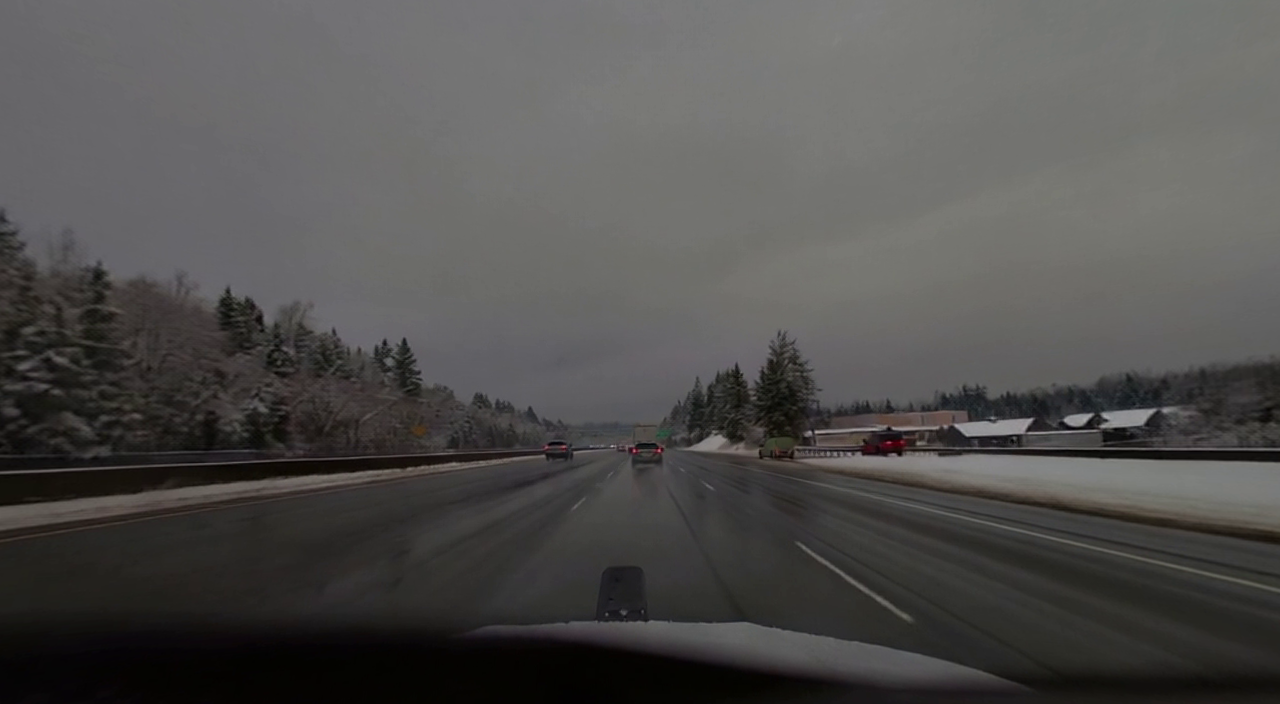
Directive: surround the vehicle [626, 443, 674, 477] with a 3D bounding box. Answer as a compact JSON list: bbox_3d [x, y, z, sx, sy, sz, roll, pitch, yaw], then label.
[{"bbox_3d":[0.413,5.057,29.917,2.112,1.482,4.082,0,-8,0],"label":"vehicle"}]
